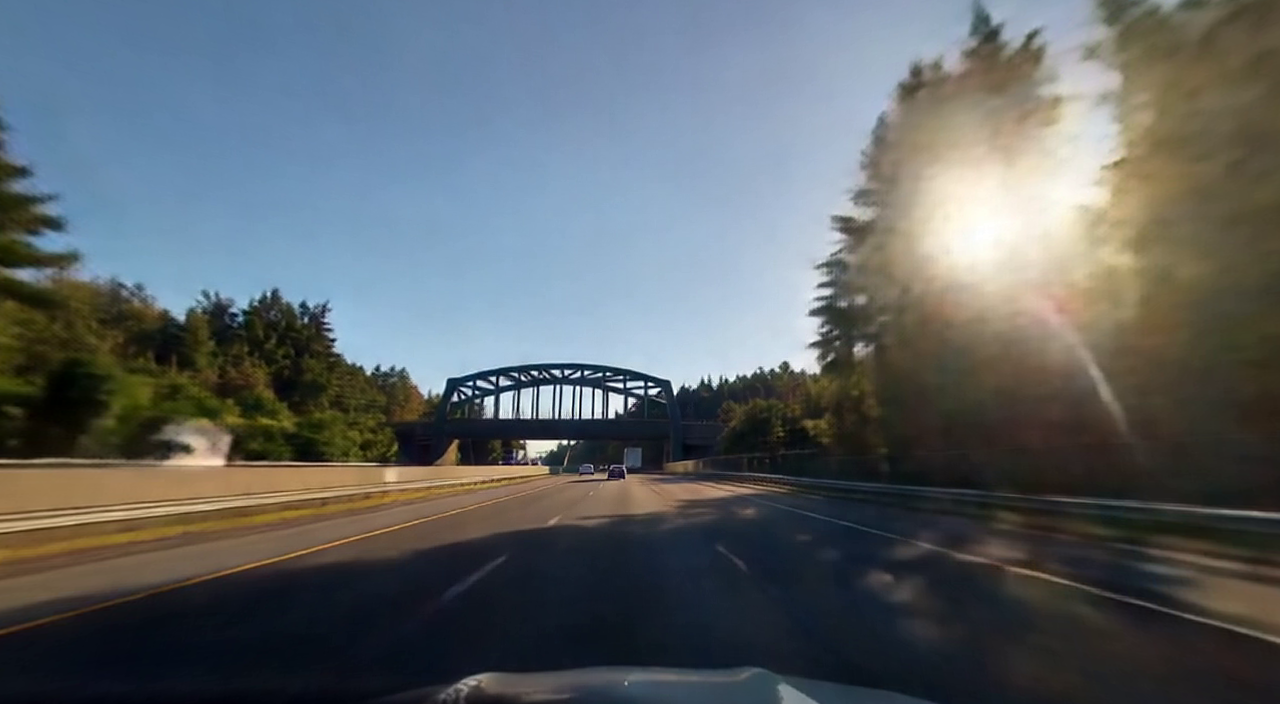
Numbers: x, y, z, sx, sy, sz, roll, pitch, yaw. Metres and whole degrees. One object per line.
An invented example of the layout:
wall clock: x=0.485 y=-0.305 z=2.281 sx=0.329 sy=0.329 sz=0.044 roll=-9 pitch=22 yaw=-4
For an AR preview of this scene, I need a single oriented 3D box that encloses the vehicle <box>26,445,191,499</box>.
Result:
vehicle: x=-16.160 y=3.682 z=19.456 sx=1.868 sy=1.456 sz=3.665 roll=1 pitch=-10 yaw=-1
